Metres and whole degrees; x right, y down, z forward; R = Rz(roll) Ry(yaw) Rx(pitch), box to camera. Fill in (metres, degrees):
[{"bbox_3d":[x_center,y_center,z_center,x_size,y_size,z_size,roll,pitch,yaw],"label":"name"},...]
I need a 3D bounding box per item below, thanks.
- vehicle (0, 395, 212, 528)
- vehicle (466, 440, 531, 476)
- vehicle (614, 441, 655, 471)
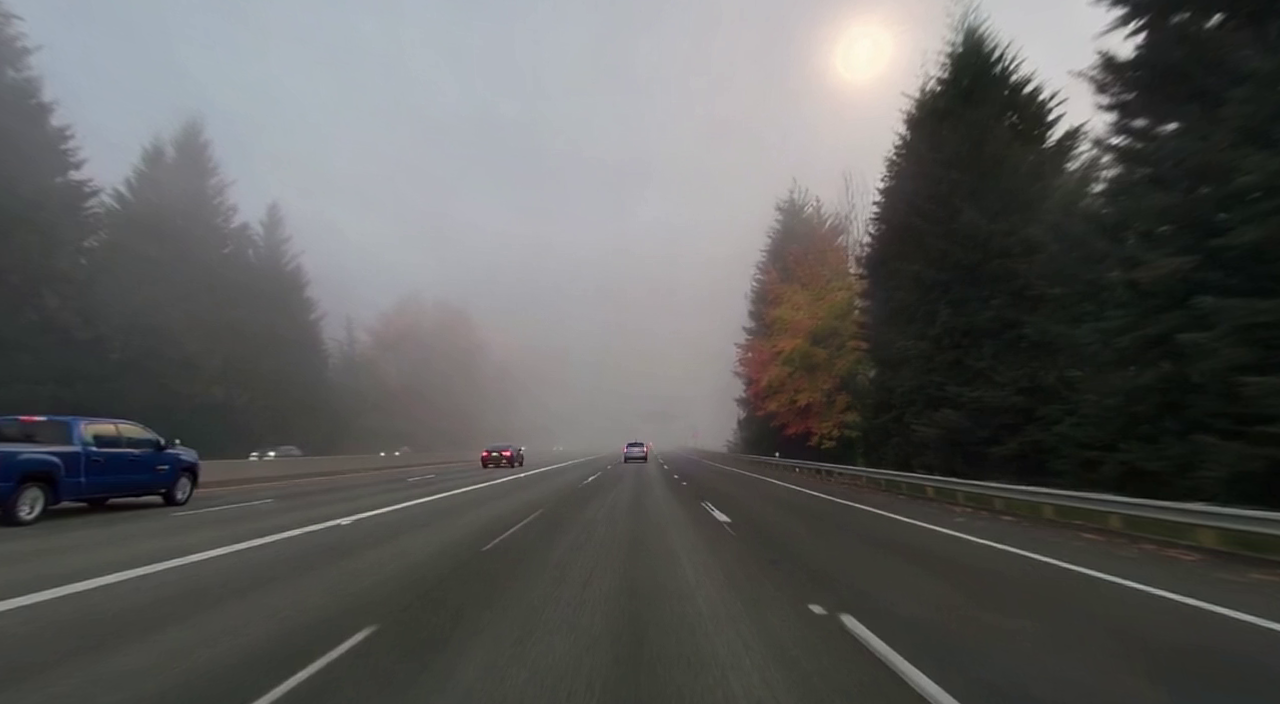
[{"bbox_3d":[-10.803,1.882,11.079,2.347,1.984,5.778,0,-8,2],"label":"vehicle"},{"bbox_3d":[-6.397,4.813,28.968,1.919,1.499,4.234,0,-8,1],"label":"vehicle"},{"bbox_3d":[-0.226,5.521,33.638,1.984,1.471,4.202,0,-8,2],"label":"vehicle"}]
